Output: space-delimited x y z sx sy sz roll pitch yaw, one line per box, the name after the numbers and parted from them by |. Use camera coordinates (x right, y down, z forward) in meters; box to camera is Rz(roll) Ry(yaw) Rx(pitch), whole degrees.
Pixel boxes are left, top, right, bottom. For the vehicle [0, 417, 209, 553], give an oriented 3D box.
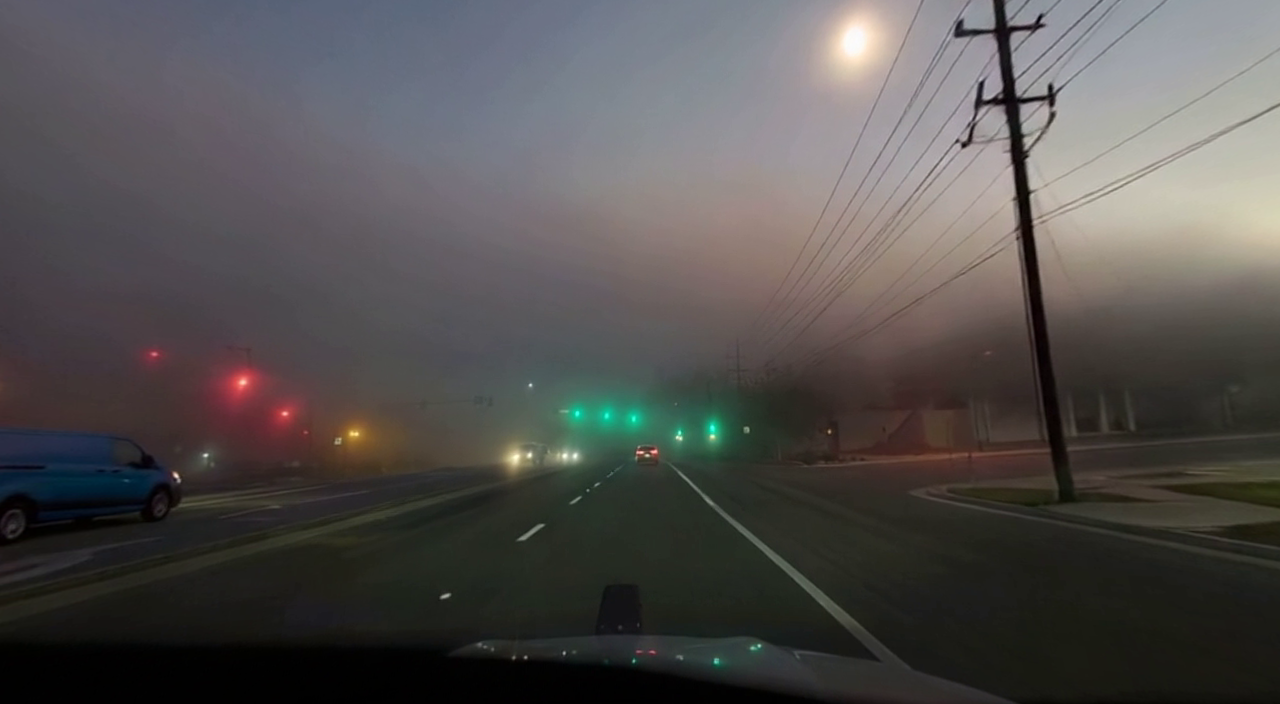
-9.850 2.070 10.240 2.149 1.848 4.961 0 -9 1 | vehicle
